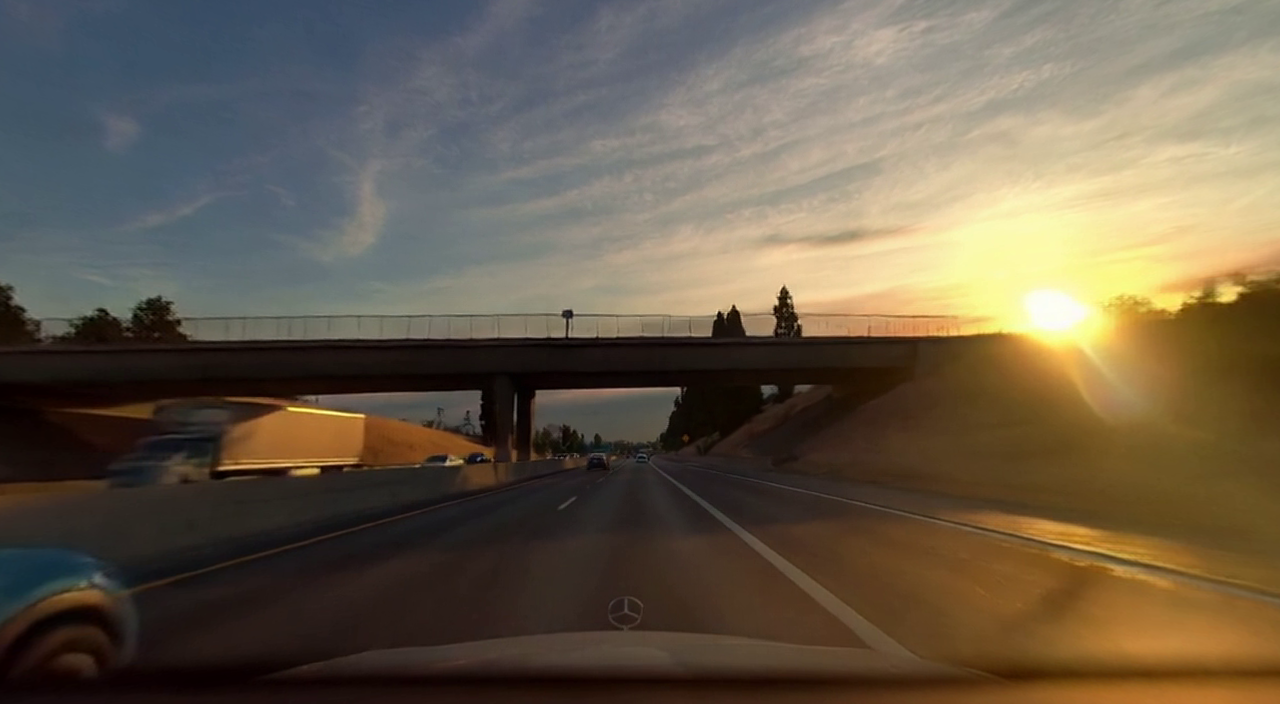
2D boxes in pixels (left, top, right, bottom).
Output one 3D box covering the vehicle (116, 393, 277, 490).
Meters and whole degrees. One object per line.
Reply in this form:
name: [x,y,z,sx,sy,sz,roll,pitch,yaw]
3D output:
vehicle: [-20.103,4.165,29.132,2.925,3.996,5.896,0,-9,0]
